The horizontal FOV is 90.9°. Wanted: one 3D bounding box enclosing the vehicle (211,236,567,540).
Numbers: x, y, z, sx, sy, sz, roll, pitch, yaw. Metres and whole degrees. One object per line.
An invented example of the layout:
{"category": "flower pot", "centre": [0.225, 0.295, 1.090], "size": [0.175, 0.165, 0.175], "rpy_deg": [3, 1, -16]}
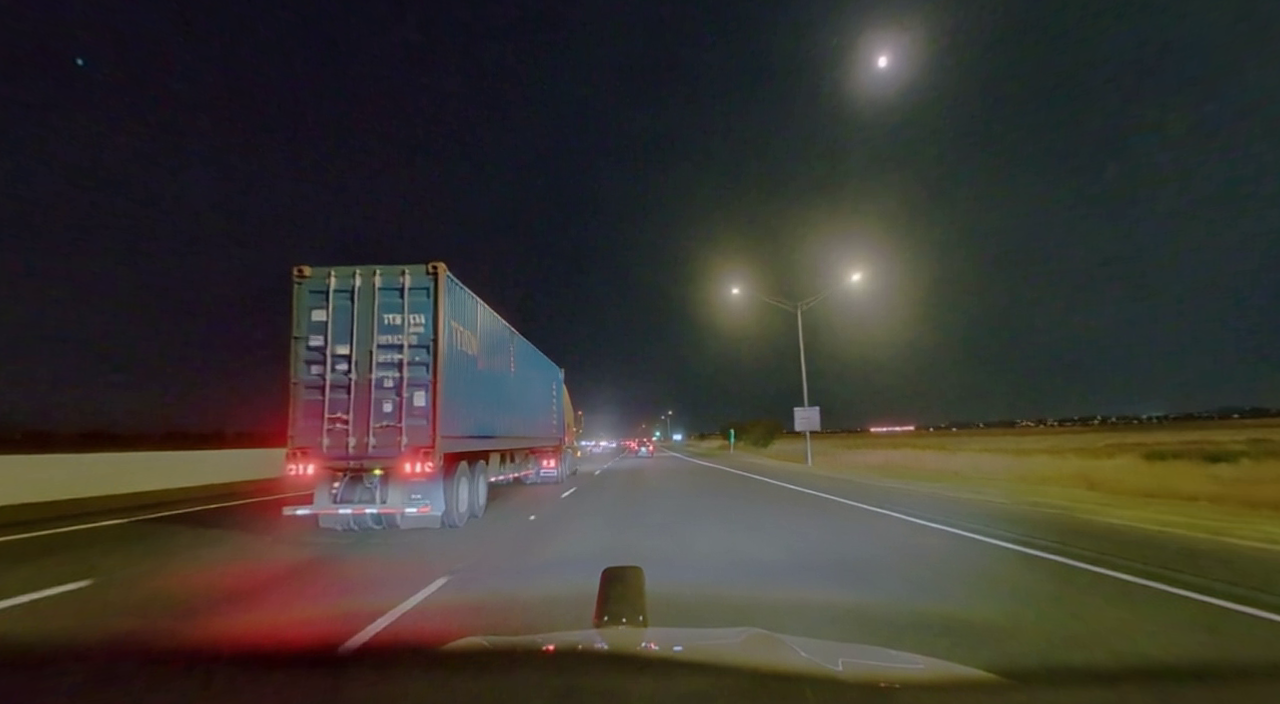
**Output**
{"category": "vehicle", "centre": [-4.052, 1.378, 15.040], "size": [2.840, 4.032, 13.388], "rpy_deg": [-1, -8, 1]}

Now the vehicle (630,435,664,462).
{"category": "vehicle", "centre": [0.444, 6.440, 42.150], "size": [2.136, 1.718, 4.157], "rpy_deg": [-1, -8, 0]}
